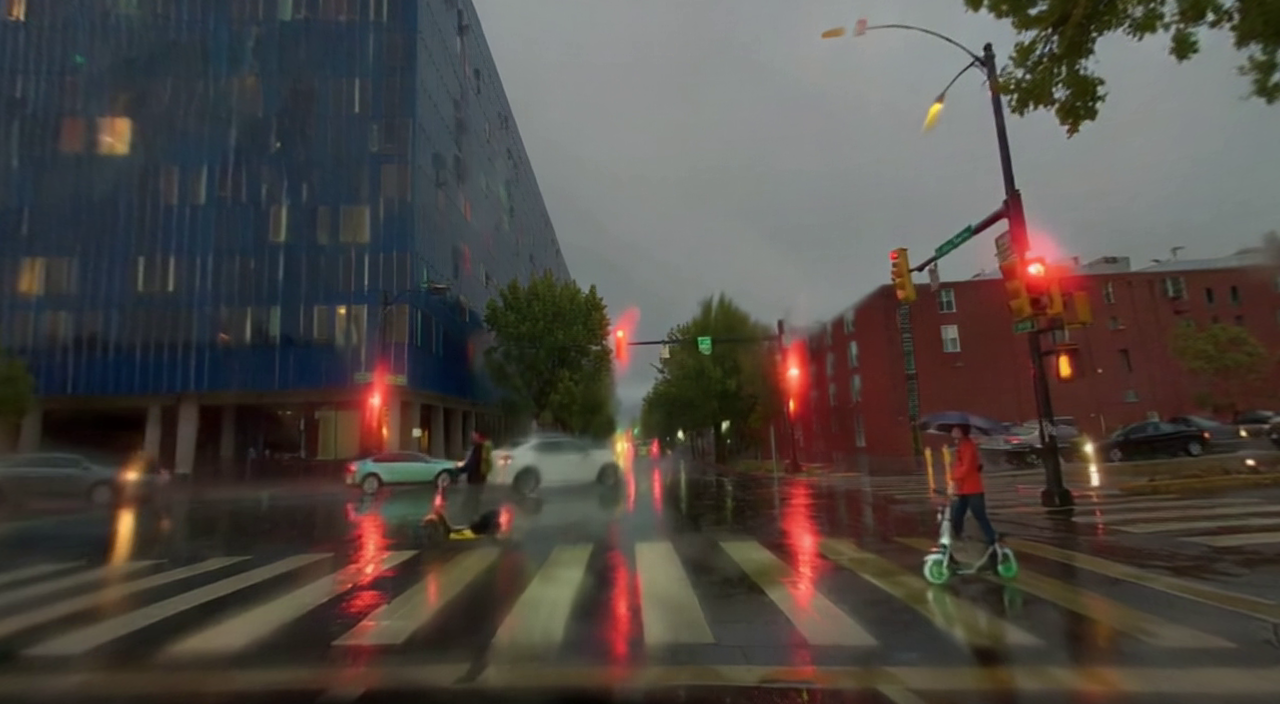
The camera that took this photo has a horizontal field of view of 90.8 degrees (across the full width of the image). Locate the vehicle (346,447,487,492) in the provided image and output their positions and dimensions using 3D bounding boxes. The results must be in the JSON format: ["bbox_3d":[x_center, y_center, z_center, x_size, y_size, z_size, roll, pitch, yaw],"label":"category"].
[{"bbox_3d":[-8.164,4.242,23.179,4.485,1.463,2.075,5,-10,-31],"label":"vehicle"}]

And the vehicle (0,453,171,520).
[{"bbox_3d":[-14.998,3.344,15.932,4.576,1.496,2.042,0,-8,-4],"label":"vehicle"}]

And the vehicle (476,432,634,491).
[{"bbox_3d":[-2.723,3.569,20.990,4.802,1.724,2.122,7,-11,-41],"label":"vehicle"}]
